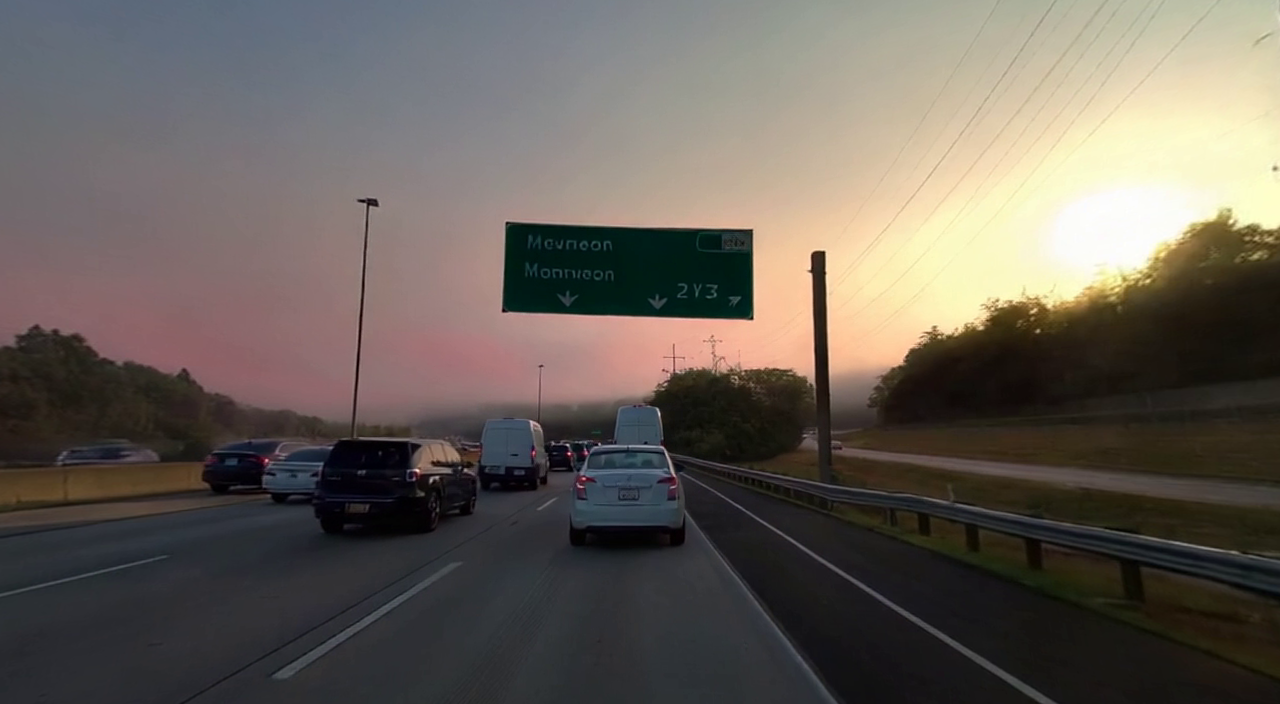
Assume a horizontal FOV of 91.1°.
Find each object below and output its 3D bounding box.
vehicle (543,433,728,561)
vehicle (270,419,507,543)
[{"bbox_3d":[-0.050,1.926,9.109,2.054,1.421,4.090,0,-8,0],"label":"vehicle"},{"bbox_3d":[-3.895,2.081,10.791,2.114,1.657,4.432,0,-8,2],"label":"vehicle"}]
